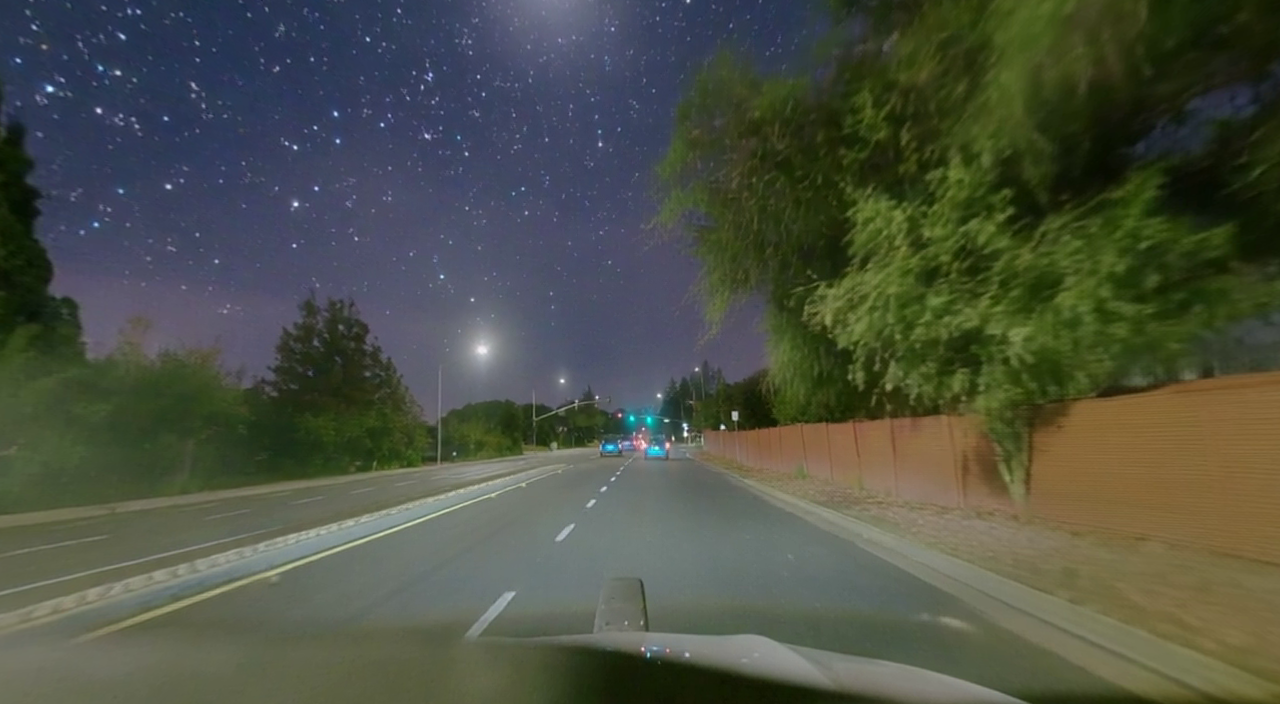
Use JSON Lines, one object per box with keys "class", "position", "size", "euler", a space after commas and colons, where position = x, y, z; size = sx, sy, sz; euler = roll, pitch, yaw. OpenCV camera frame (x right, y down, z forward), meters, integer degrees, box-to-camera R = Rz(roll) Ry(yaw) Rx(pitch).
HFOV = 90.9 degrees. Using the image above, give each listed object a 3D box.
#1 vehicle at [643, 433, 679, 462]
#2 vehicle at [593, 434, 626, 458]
{"class": "vehicle", "position": [1.264, 5.986, 39.536], "size": [2.127, 1.665, 3.993], "euler": [0, -8, 1]}
{"class": "vehicle", "position": [-2.314, 7.289, 48.854], "size": [2.190, 1.766, 4.394], "euler": [0, -8, 1]}
